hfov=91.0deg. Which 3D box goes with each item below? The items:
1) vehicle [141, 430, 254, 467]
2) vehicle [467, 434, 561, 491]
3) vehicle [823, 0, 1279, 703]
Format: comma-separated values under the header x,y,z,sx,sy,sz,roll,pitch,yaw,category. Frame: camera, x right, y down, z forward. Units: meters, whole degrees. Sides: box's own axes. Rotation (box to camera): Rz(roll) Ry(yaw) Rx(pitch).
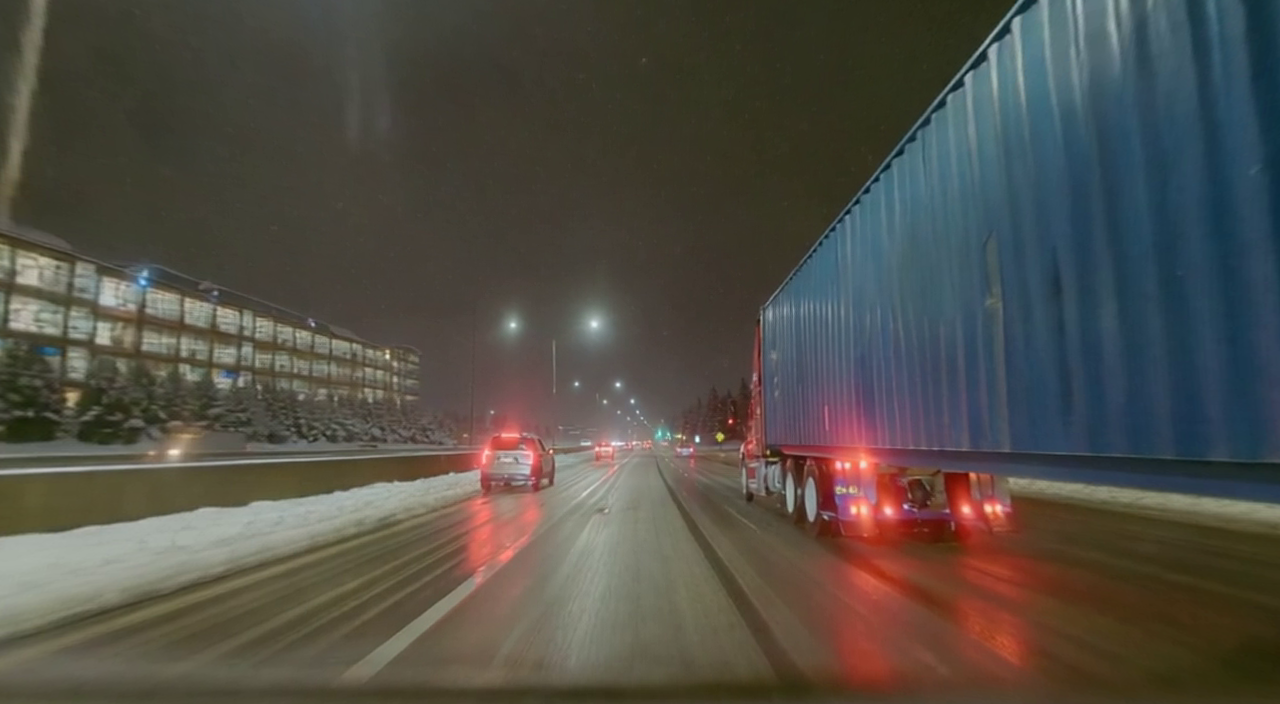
x,y,z,sx,sy,sz,roll,pitch,yaw,category
-29.189,6.435,41.936,2.262,2.226,7.066,0,-9,1,vehicle
-3.661,3.294,19.075,1.954,1.528,4.010,0,-8,1,vehicle
3.893,-0.512,1.768,2.893,3.992,13.605,0,-8,1,vehicle
